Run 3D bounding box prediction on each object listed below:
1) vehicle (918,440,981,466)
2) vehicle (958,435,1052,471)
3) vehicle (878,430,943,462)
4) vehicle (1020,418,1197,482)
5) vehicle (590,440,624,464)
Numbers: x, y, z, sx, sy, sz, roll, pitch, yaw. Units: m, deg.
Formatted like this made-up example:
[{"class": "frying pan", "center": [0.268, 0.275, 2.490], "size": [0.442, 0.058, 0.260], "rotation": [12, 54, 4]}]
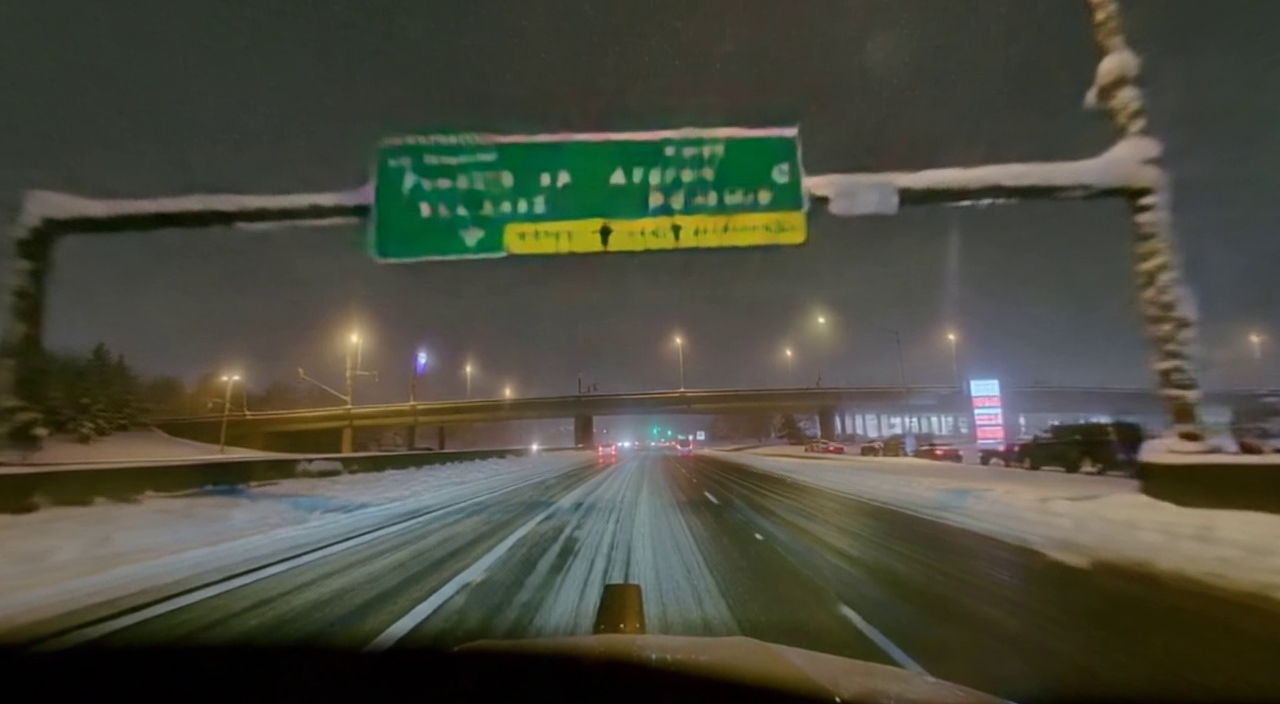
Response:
[{"class": "vehicle", "center": [18.425, 6.043, 37.855], "size": [1.712, 1.448, 4.346], "rotation": [-1, -8, 3]}, {"class": "vehicle", "center": [18.160, 5.056, 31.774], "size": [1.889, 1.648, 5.173], "rotation": [-1, -8, 3]}, {"class": "vehicle", "center": [18.530, 6.495, 43.580], "size": [2.229, 2.050, 5.602], "rotation": [-1, -8, 3]}, {"class": "vehicle", "center": [17.837, 3.782, 24.629], "size": [2.367, 2.187, 5.862], "rotation": [0, -8, 0]}, {"class": "vehicle", "center": [-2.168, 6.745, 42.867], "size": [1.982, 1.516, 4.327], "rotation": [0, -8, 1]}]
